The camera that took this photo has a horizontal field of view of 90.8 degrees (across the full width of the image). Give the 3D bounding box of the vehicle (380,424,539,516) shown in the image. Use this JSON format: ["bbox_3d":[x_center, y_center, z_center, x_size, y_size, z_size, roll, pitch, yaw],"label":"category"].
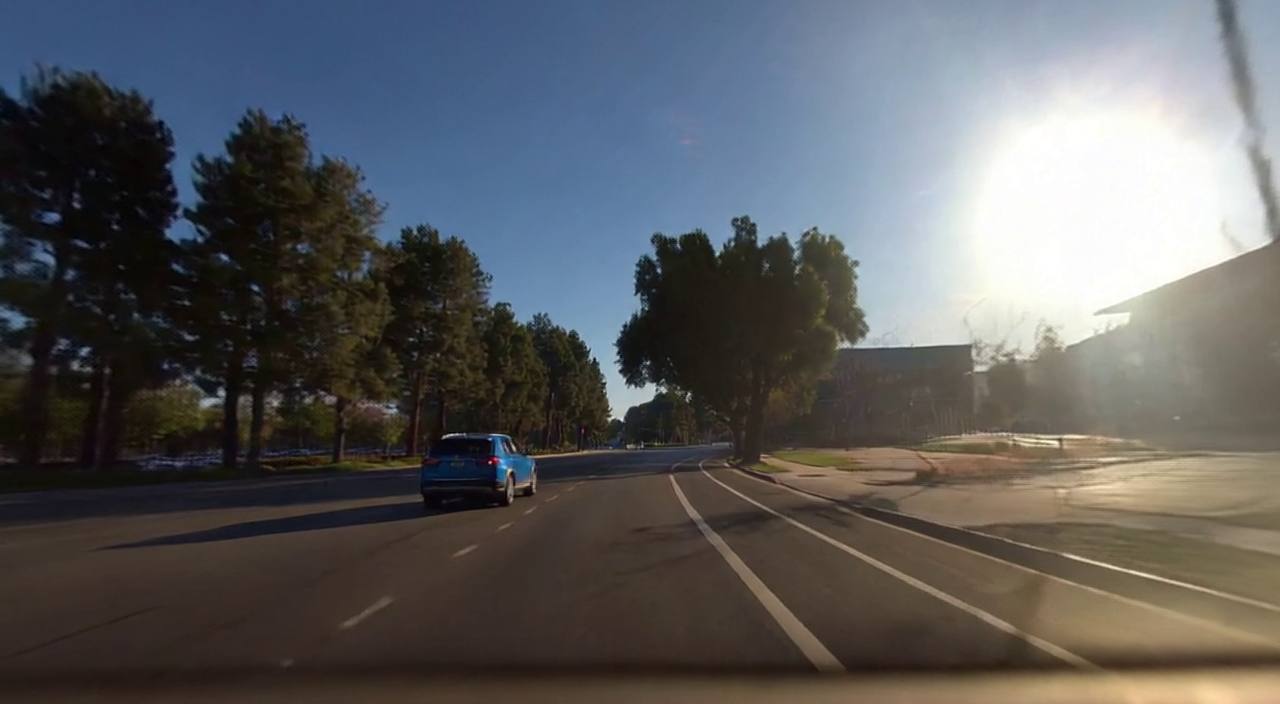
[{"bbox_3d":[-3.778,2.566,14.216,2.121,1.724,4.392,-1,-9,2],"label":"vehicle"}]
